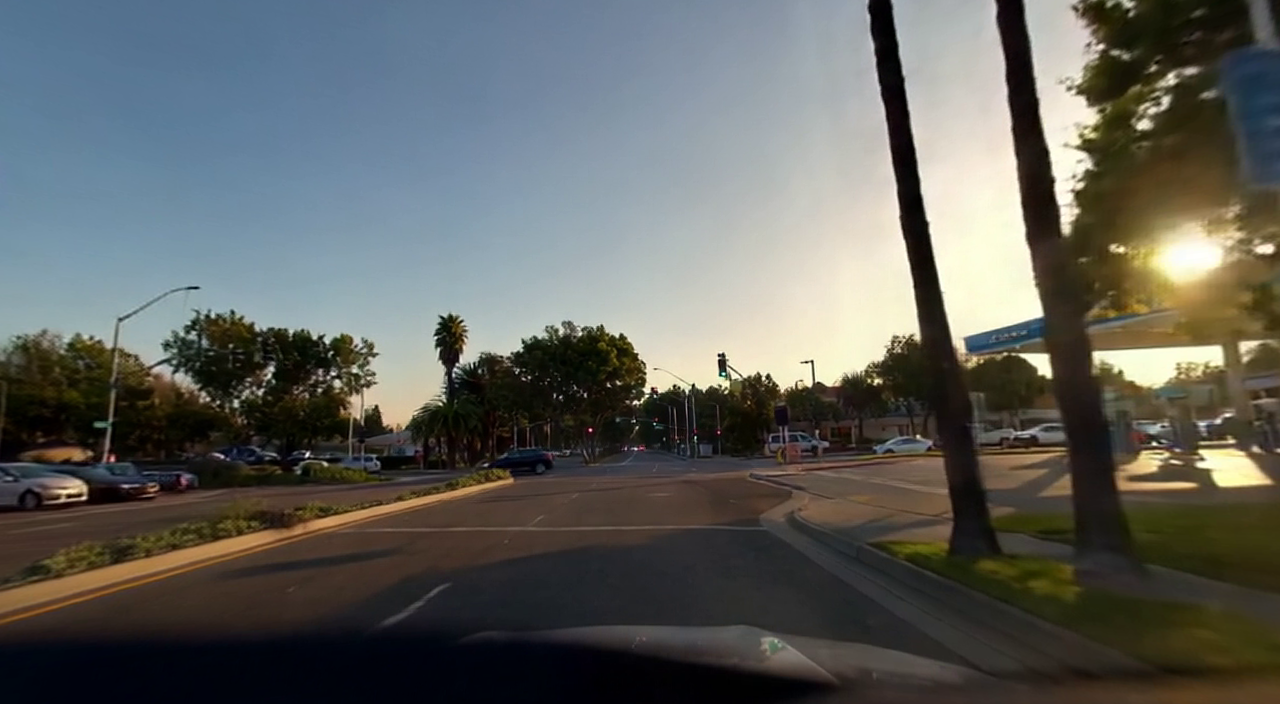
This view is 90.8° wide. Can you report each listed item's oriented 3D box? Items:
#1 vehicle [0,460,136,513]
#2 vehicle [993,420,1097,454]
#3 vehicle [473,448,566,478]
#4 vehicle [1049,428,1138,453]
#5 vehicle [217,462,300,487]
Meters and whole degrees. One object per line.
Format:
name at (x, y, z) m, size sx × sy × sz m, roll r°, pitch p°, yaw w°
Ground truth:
vehicle at (-19.348, 4.235, 20.156) m, size 4.758 × 1.542 × 1.941 m, roll 0°, pitch -9°, yaw -2°
vehicle at (30.570, 6.429, 47.805) m, size 6.052 × 2.171 × 2.511 m, roll -3°, pitch -8°, yaw -2°
vehicle at (-6.568, 6.065, 34.907) m, size 1.920 × 1.496 × 4.763 m, roll -8°, pitch -12°, yaw 43°
vehicle at (30.357, 5.956, 42.341) m, size 4.286 × 1.519 × 2.070 m, roll -2°, pitch -9°, yaw 0°
vehicle at (-25.595, 8.221, 42.450) m, size 4.407 × 1.565 × 1.861 m, roll 0°, pitch -9°, yaw 3°
